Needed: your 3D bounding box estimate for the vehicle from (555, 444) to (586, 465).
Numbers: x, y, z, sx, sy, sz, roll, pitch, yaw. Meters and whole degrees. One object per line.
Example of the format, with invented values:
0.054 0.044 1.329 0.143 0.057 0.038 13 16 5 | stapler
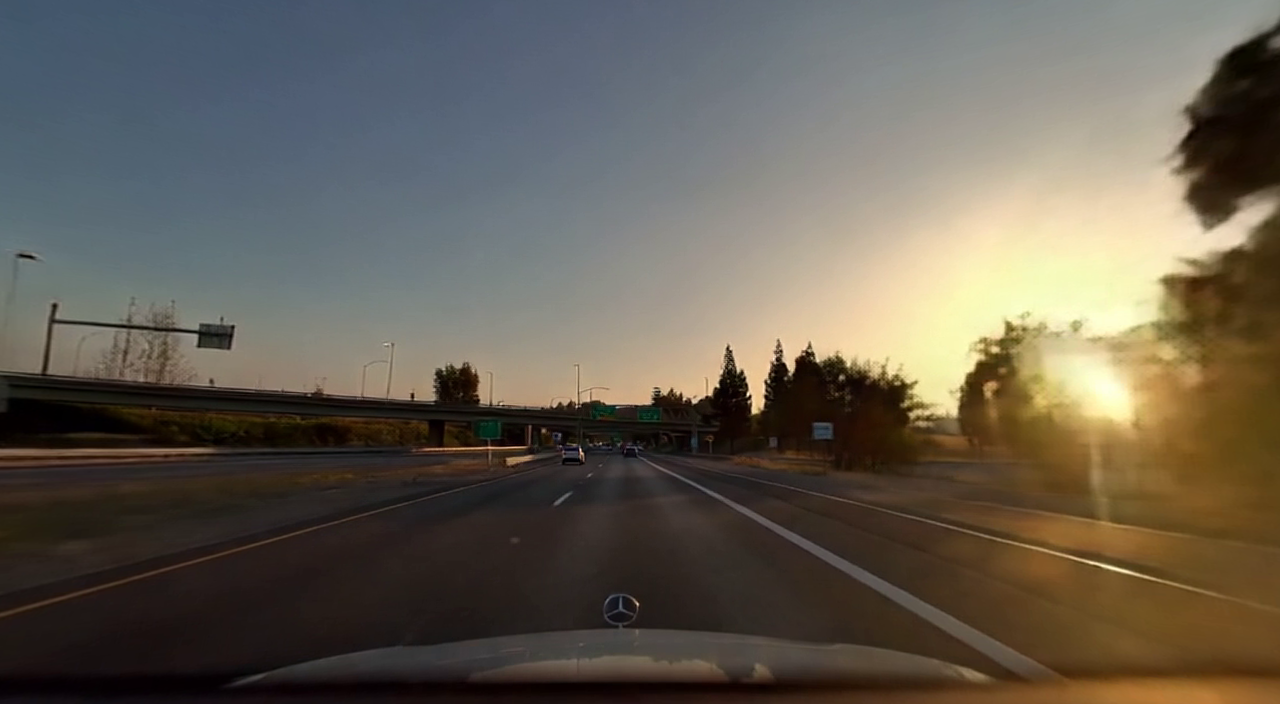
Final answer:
-5.328 7.931 48.426 2.008 1.521 4.129 0 -9 -1 | vehicle
